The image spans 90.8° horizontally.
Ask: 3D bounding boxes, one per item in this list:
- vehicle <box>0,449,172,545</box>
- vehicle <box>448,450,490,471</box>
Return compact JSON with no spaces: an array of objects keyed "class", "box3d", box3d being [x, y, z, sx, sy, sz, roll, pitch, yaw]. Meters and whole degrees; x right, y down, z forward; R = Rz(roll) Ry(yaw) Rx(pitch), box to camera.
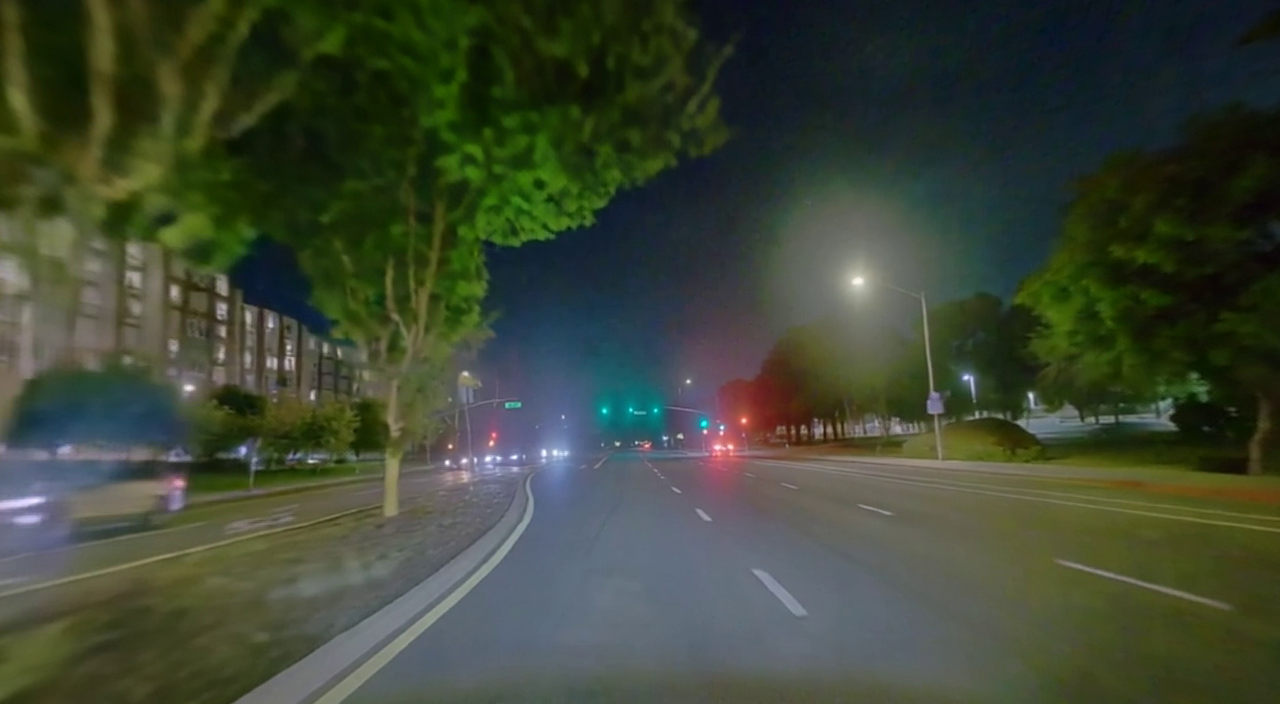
[{"class":"vehicle","box3d":[-13.869,3.243,14.884,2.038,1.857,5.078,0,-9,-4]},{"class":"vehicle","box3d":[-13.273,8.443,49.395,1.973,1.485,4.616,0,-9,0]}]
